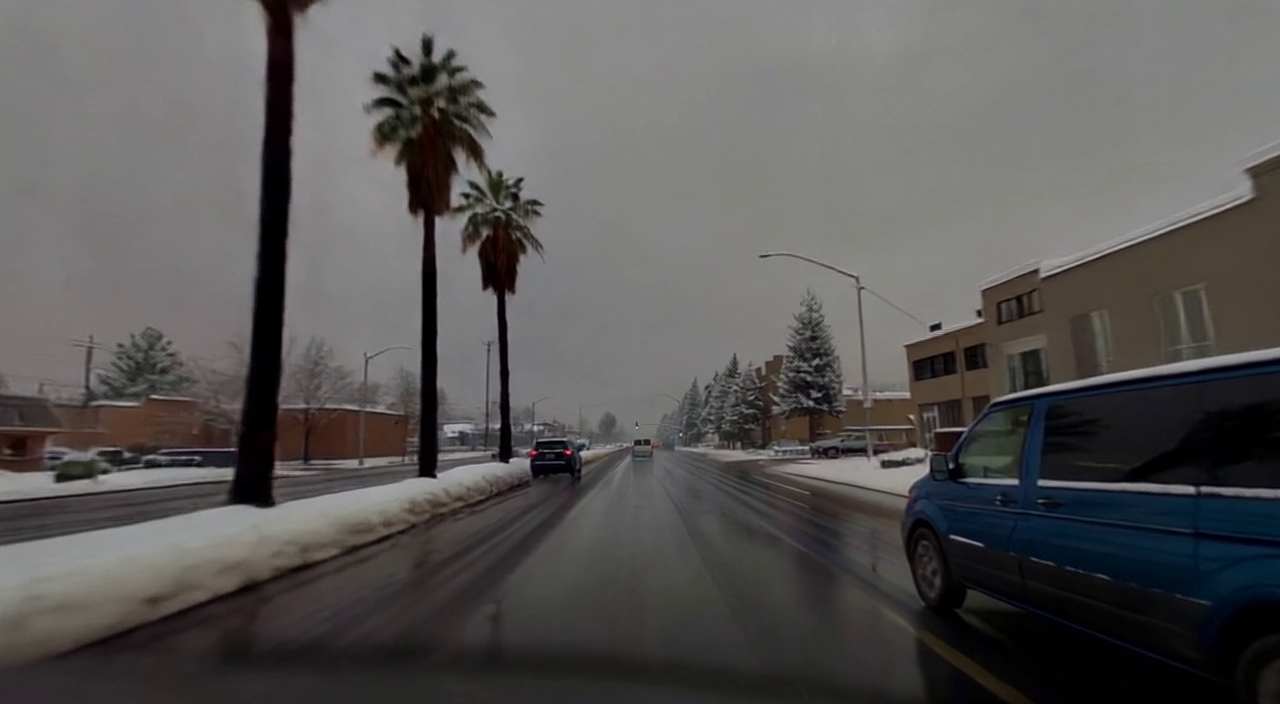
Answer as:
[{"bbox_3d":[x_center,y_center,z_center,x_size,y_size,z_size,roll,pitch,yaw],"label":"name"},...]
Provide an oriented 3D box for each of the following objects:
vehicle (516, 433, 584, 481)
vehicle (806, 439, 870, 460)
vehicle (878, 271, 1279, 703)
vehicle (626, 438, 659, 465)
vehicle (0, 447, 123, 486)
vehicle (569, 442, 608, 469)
[{"bbox_3d":[-3.420,4.082,24.720,1.967,1.703,4.157,0,-8,1],"label":"vehicle"},{"bbox_3d":[15.208,7.504,48.831,1.945,1.490,4.748,4,-9,-26],"label":"vehicle"},{"bbox_3d":[3.382,0.870,3.507,2.234,1.912,4.847,0,-8,0],"label":"vehicle"},{"bbox_3d":[0.149,7.073,44.994,2.191,1.761,3.857,0,-8,-1],"label":"vehicle"},{"bbox_3d":[-30.315,5.982,33.163,4.462,1.697,2.109,-2,-7,-2],"label":"vehicle"},{"bbox_3d":[-2.878,5.864,35.916,1.869,1.454,4.142,0,-8,0],"label":"vehicle"}]
